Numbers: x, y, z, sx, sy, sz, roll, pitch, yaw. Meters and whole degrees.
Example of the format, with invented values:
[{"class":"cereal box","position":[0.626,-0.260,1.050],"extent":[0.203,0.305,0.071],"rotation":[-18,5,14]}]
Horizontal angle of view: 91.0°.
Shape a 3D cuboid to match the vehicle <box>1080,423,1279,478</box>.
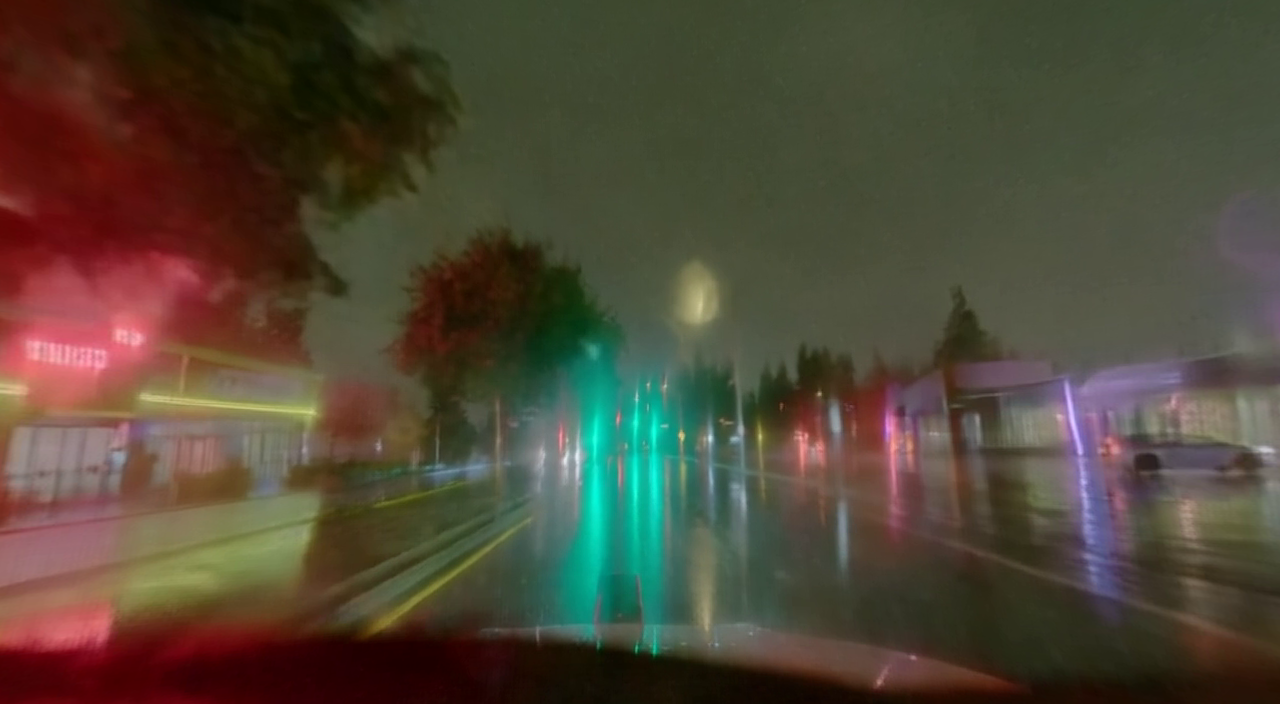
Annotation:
[{"class":"vehicle","position":[16.261,2.930,18.744],"extent":[4.701,1.500,2.050],"rotation":[-1,-9,0]}]
